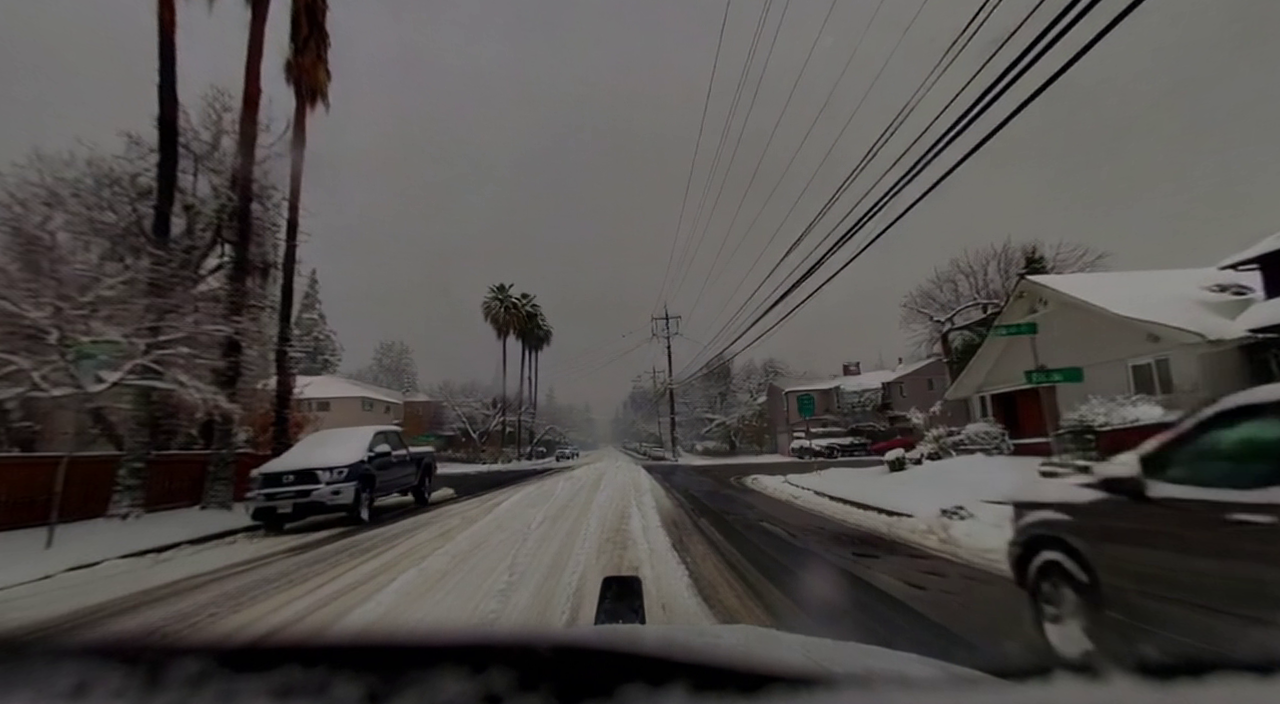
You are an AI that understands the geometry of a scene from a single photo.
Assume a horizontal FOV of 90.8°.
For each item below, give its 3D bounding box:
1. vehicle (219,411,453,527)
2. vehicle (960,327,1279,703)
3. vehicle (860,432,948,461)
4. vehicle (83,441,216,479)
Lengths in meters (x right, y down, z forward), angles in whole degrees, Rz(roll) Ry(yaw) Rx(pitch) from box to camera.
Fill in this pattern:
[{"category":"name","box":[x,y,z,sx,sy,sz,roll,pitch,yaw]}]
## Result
[{"category":"vehicle","box":[-6.344,2.526,14.420,2.455,2.045,6.171,0,-8,-2]},{"category":"vehicle","box":[3.480,0.764,2.197,2.167,1.746,4.541,0,-8,-3]},{"category":"vehicle","box":[15.764,5.656,37.858,4.381,1.645,2.013,0,-8,-2]},{"category":"vehicle","box":[-28.534,6.301,36.932,5.660,2.110,2.321,0,-8,-2]}]
